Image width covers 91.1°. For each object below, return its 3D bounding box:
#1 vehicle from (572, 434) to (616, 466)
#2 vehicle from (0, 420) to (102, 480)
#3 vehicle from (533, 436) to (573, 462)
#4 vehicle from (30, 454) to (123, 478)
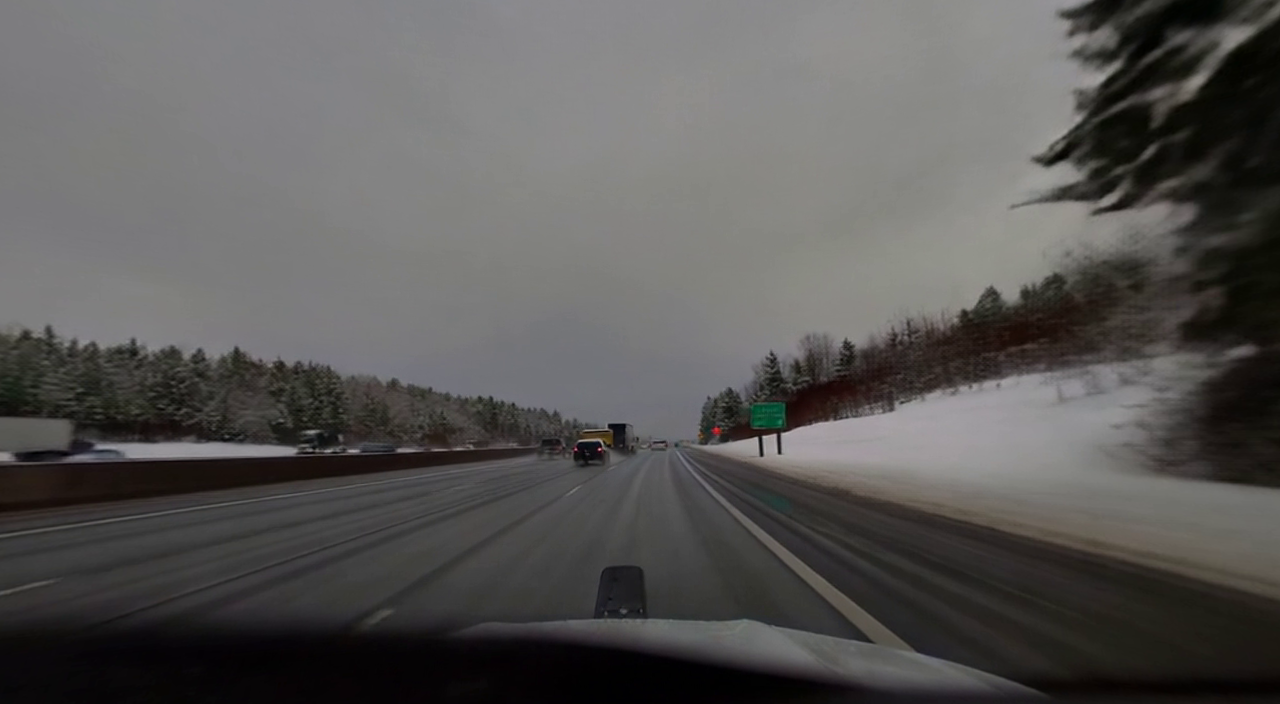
[{"bbox_3d":[-2.643,5.772,37.014,2.194,1.766,3.720,0,-9,2],"label":"vehicle"},{"bbox_3d":[-45.147,6.528,41.978,2.976,4.033,16.859,0,-9,2],"label":"vehicle"},{"bbox_3d":[-6.194,6.999,45.341,2.078,1.729,4.722,0,-9,2],"label":"vehicle"},{"bbox_3d":[-40.736,8.207,45.585,1.827,1.564,5.291,0,-9,0],"label":"vehicle"}]
